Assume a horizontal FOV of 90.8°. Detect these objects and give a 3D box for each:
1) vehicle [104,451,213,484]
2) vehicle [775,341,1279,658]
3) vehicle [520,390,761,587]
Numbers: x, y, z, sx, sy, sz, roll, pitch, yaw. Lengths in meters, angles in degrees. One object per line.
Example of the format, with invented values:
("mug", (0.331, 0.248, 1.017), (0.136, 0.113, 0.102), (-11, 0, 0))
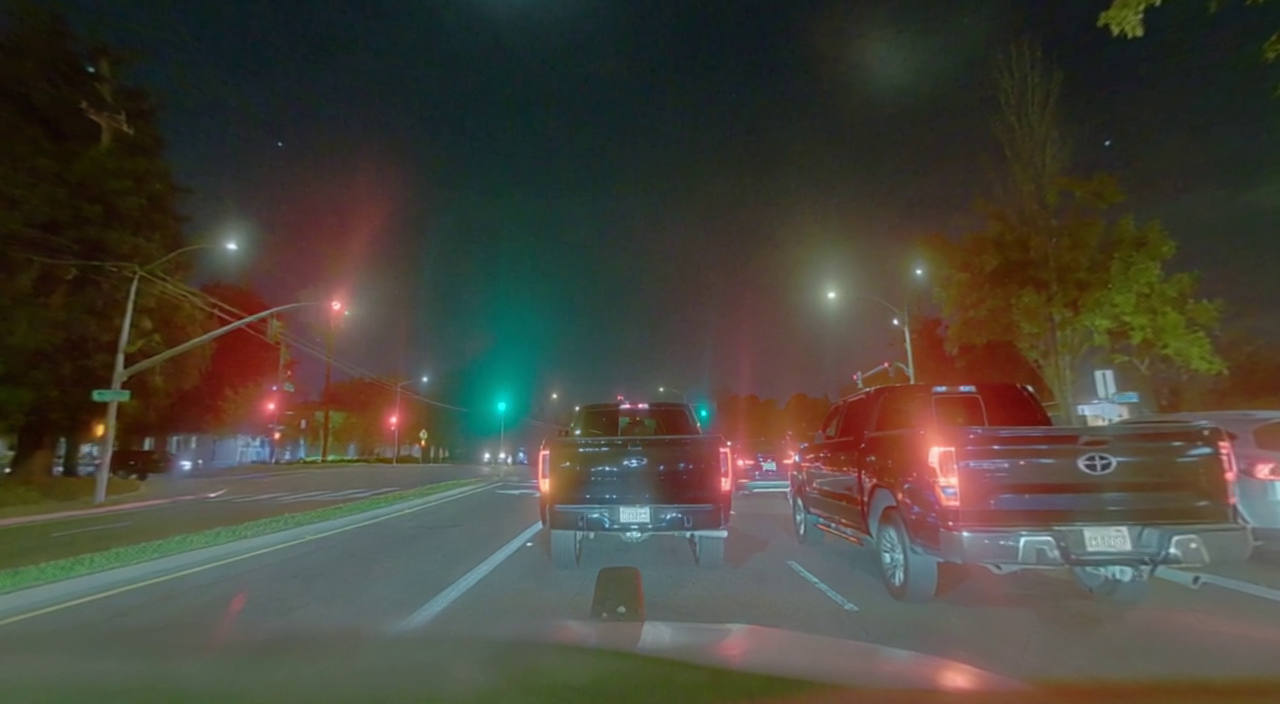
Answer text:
("vehicle", (-26.398, 6.322, 34.852), (4.437, 1.669, 1.936), (5, -10, -30))
("vehicle", (3.331, 1.314, 6.804), (2.412, 1.953, 5.682), (0, -9, -1))
("vehicle", (-0.052, 1.643, 8.474), (2.240, 1.821, 5.001), (0, -9, -1))
